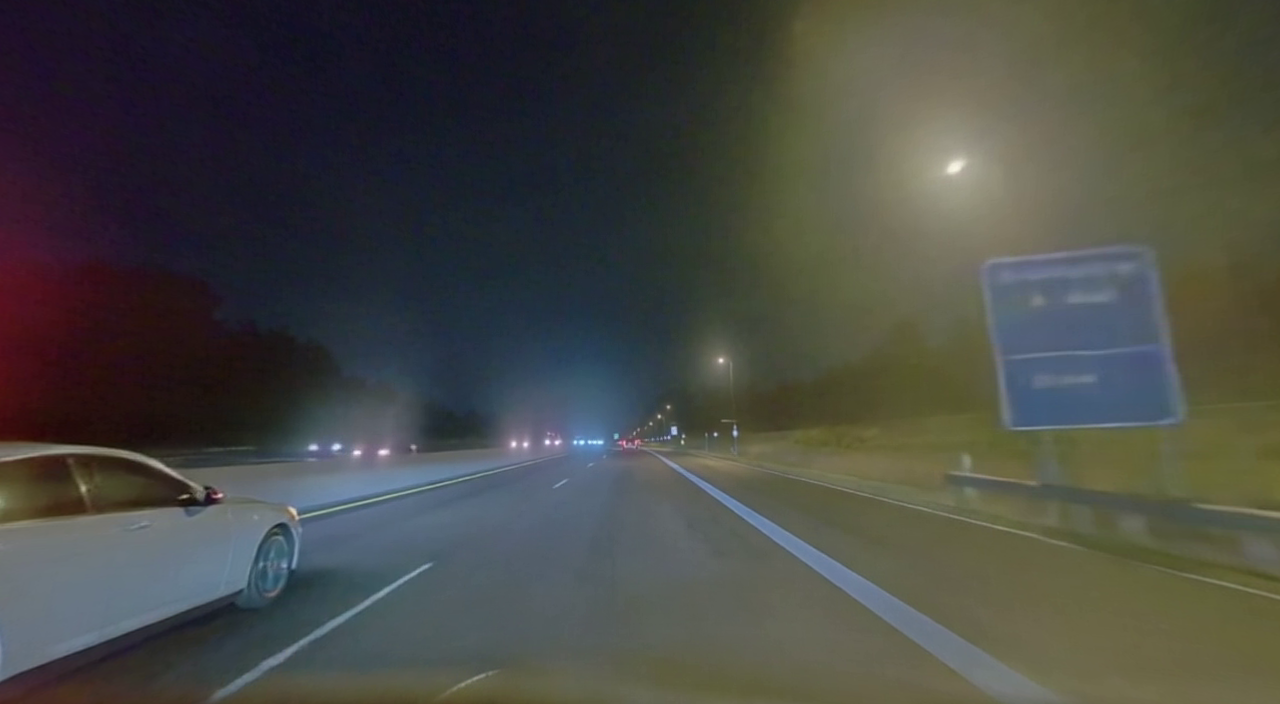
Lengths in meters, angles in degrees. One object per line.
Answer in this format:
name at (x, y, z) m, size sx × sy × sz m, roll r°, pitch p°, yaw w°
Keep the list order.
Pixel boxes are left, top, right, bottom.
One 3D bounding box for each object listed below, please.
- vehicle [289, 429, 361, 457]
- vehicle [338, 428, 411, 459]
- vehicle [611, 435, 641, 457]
vehicle at (-18.051, 5.230, 36.242) m, size 1.854 × 1.492 × 4.562 m, roll 0°, pitch -8°, yaw -1°
vehicle at (-13.562, 4.698, 32.421) m, size 1.877 × 1.515 × 4.495 m, roll 0°, pitch -8°, yaw -1°
vehicle at (-0.993, 6.691, 44.988) m, size 2.025 × 1.519 × 3.924 m, roll 0°, pitch -8°, yaw -1°
